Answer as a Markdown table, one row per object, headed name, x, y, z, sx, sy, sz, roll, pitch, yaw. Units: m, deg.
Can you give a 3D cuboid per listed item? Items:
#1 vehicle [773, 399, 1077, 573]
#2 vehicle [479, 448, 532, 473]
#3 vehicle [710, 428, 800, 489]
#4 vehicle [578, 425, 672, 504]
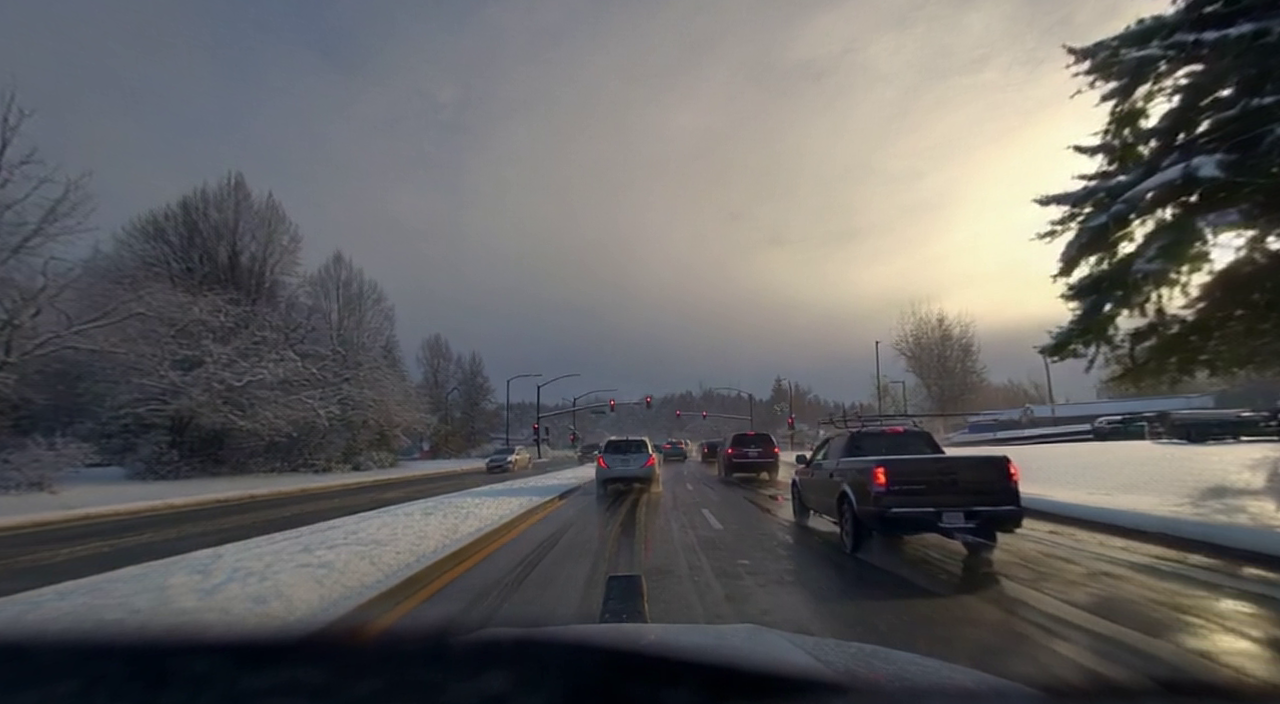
| name | x | y | z | sx | sy | sz | roll | pitch | yaw |
| --- | --- | --- | --- | --- | --- | --- | --- | --- | --- |
| vehicle | 3.404 | 1.709 | 8.830 | 2.114 | 1.765 | 4.647 | 0 | -8 | 1 |
| vehicle | -8.540 | 6.890 | 40.434 | 1.953 | 1.476 | 4.747 | -1 | -9 | 6 |
| vehicle | 3.899 | 3.748 | 22.610 | 2.317 | 1.857 | 5.940 | 0 | -8 | 2 |
| vehicle | -0.245 | 2.846 | 16.352 | 2.113 | 1.768 | 3.901 | 0 | -8 | 3 |
